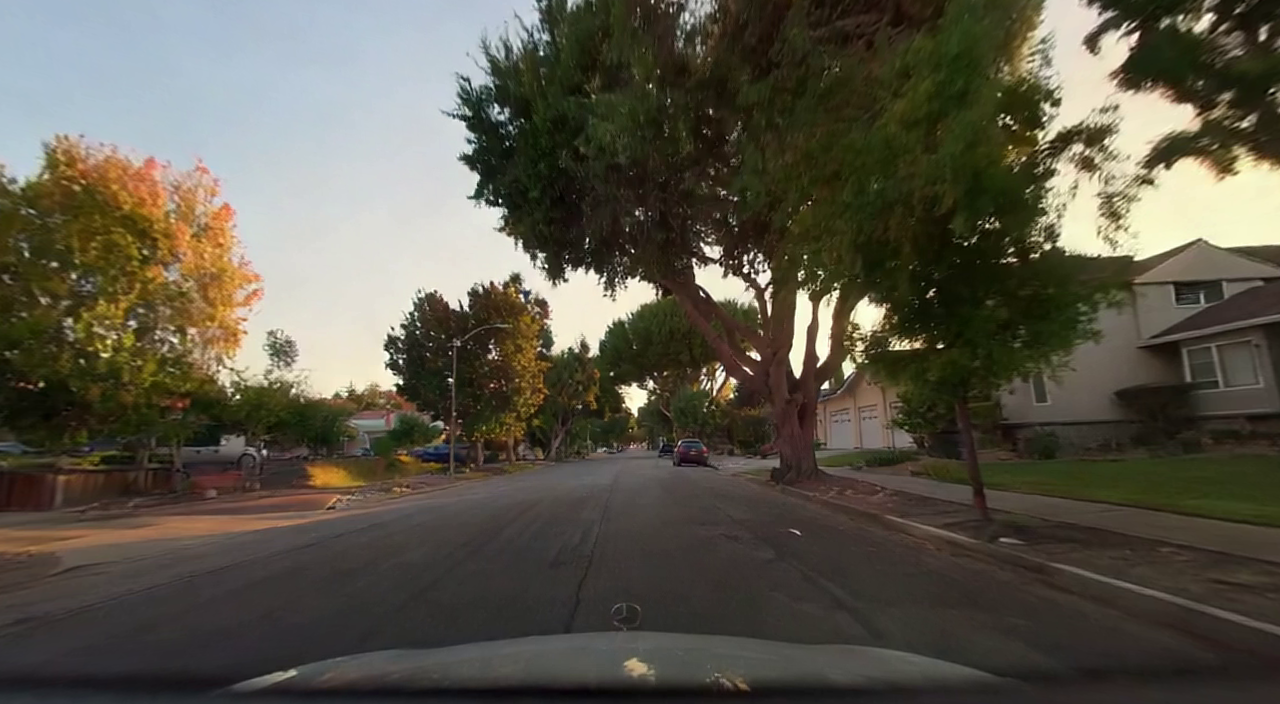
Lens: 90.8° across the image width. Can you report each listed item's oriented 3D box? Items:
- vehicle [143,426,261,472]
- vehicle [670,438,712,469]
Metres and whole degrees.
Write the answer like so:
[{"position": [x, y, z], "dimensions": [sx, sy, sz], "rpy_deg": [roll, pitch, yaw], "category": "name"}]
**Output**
[{"position": [-29.024, 6.593, 42.294], "dimensions": [2.735, 2.720, 6.677], "rpy_deg": [-2, -10, 3], "category": "vehicle"}, {"position": [3.055, 6.185, 38.730], "dimensions": [2.055, 1.738, 4.448], "rpy_deg": [0, -9, -1], "category": "vehicle"}]
